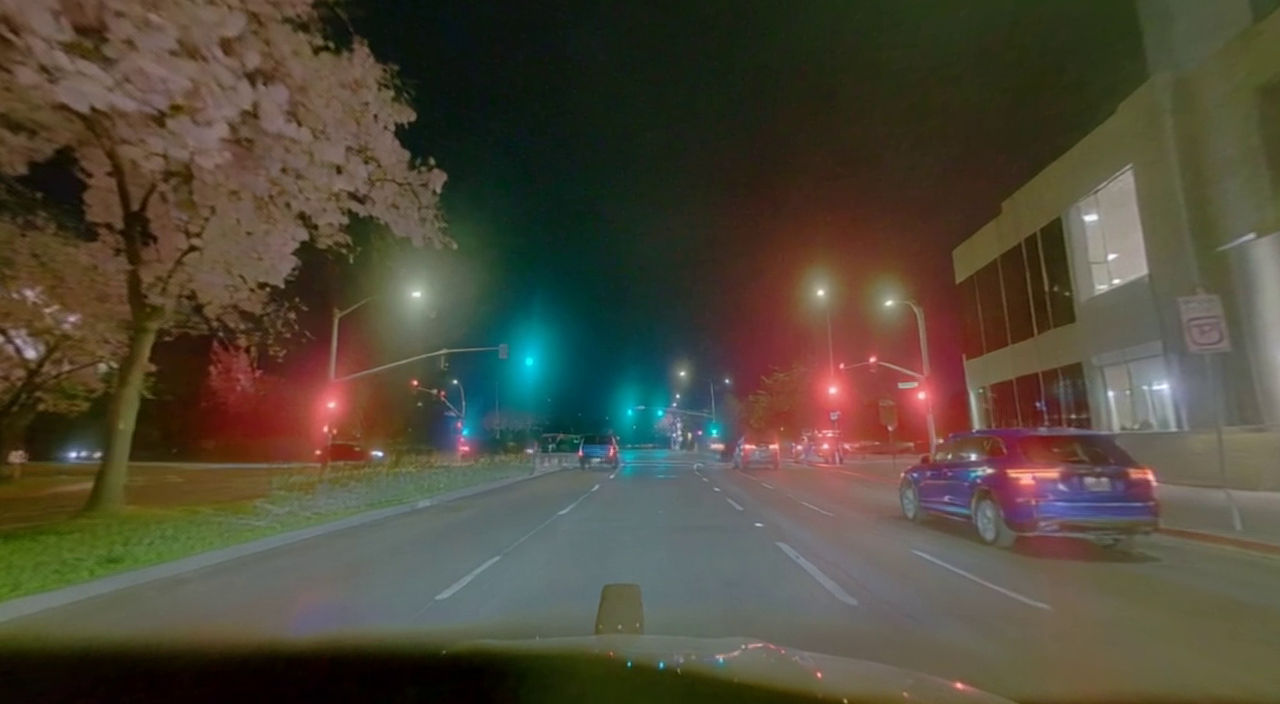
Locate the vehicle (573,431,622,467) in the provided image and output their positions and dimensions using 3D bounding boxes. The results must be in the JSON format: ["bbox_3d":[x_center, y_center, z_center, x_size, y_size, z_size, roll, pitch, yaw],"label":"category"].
[{"bbox_3d":[-2.132,5.042,32.814,1.995,1.703,4.367,-1,-8,3],"label":"vehicle"}]

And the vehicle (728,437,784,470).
[{"bbox_3d":[5.551,4.934,30.819,2.007,1.466,4.291,0,-8,1],"label":"vehicle"}]

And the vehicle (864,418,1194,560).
[{"bbox_3d":[4.981,1.809,9.038,2.019,1.518,4.285,0,-8,1],"label":"vehicle"}]

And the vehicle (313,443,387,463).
[{"bbox_3d":[-22.615,7.890,49.383,4.829,1.470,1.874,-1,-8,2],"label":"vehicle"}]

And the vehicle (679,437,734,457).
[{"bbox_3d":[5.122,7.354,48.880,4.097,1.436,1.739,-1,-8,2],"label":"vehicle"}]

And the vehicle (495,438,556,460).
[{"bbox_3d":[-8.360,7.118,46.340,4.089,1.588,1.808,-1,-8,2],"label":"vehicle"}]
